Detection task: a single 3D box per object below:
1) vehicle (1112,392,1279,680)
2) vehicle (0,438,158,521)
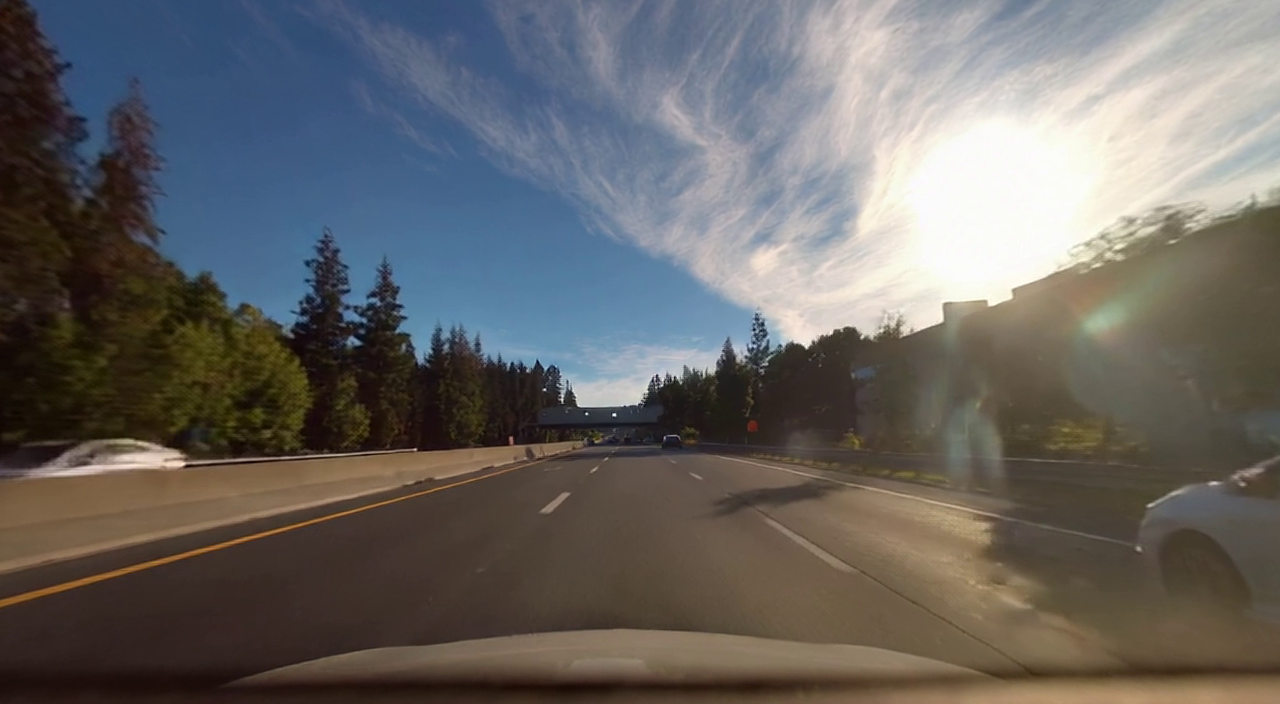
[{"bbox_3d":[4.627,0.861,2.328,2.095,1.587,4.638,0,-8,-1],"label":"vehicle"},{"bbox_3d":[-12.313,2.459,12.648,1.902,1.454,4.229,0,-8,0],"label":"vehicle"}]
